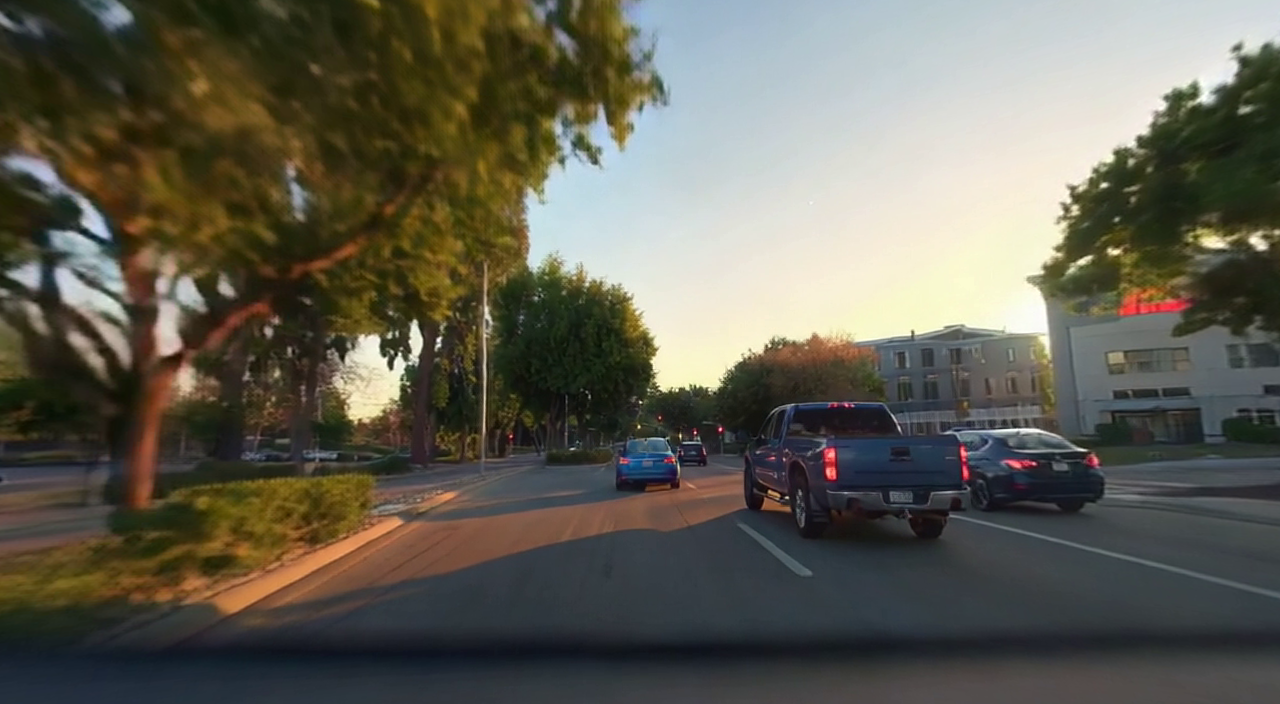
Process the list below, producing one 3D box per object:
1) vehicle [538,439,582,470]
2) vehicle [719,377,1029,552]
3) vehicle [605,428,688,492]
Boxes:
[{"bbox_3d":[-3.980,5.207,32.069,1.960,1.475,4.161,1,-9,-4],"label":"vehicle"},{"bbox_3d":[3.234,1.806,10.728,2.731,2.101,6.047,1,-8,-3],"label":"vehicle"},{"bbox_3d":[0.126,3.097,18.351,2.145,1.650,4.021,0,-8,-1],"label":"vehicle"}]
